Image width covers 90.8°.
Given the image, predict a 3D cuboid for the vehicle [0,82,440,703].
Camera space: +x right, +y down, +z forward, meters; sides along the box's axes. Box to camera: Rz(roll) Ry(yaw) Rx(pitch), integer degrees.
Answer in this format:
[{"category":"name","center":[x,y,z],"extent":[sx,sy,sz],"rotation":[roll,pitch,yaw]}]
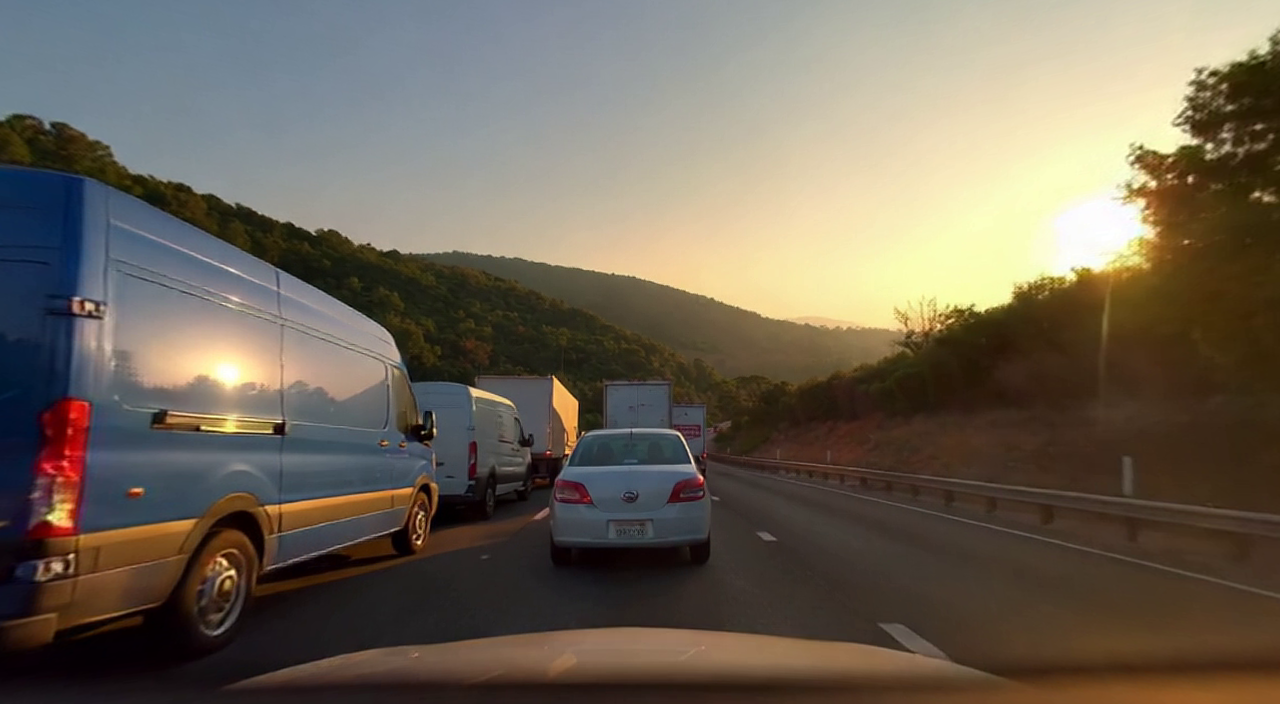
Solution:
[{"category":"vehicle","center":[-4.039,0.643,6.060],"extent":[2.254,2.879,6.656],"rotation":[0,-9,-2]}]

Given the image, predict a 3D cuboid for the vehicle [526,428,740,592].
[{"category":"vehicle","center":[-0.096,1.741,7.660],"extent":[1.995,1.495,3.380],"rotation":[0,-9,-1]}]
